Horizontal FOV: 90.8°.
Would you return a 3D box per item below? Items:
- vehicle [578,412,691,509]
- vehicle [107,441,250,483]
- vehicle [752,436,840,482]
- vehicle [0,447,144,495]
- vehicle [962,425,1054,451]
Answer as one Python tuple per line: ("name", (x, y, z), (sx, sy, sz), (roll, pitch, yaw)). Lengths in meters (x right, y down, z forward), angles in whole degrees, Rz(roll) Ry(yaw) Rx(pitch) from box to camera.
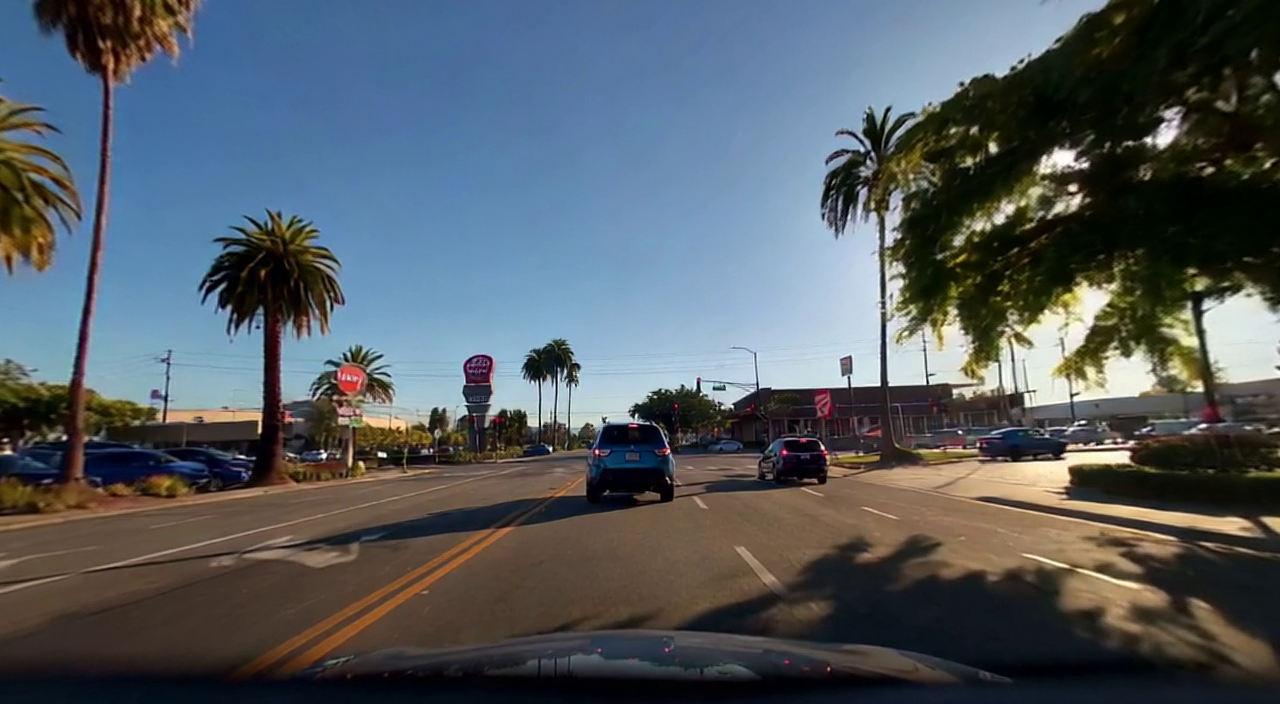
("vehicle", (-0.296, 2.542, 15.144), (2.263, 1.932, 4.709), (1, -9, -5))
("vehicle", (-19.319, 4.609, 26.578), (4.510, 1.682, 1.902), (0, -9, 2))
("vehicle", (5.798, 4.041, 24.140), (2.086, 1.560, 4.542), (0, -9, -2))
("vehicle", (-19.638, 3.961, 21.201), (4.370, 1.504, 1.864), (0, -9, 2))
("vehicle", (26.915, 6.348, 46.390), (5.390, 1.773, 2.119), (-3, -9, 16))
